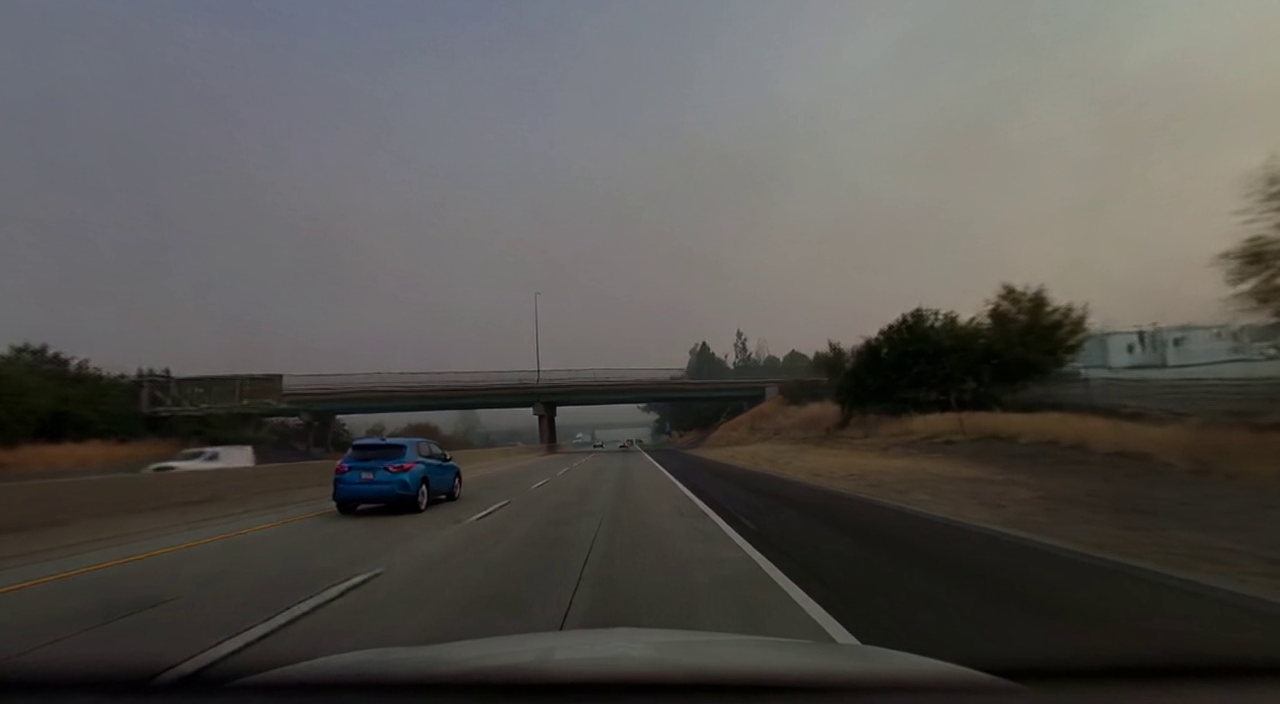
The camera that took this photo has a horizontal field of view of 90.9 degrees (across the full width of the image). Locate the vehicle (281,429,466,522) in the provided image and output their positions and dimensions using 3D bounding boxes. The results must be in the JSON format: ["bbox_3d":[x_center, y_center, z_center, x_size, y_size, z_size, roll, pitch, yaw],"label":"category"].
[{"bbox_3d":[-4.898,2.274,12.254,1.965,1.513,3.774,0,-8,0],"label":"vehicle"}]

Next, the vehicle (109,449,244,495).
[{"bbox_3d":[-17.565,4.522,24.214,1.879,1.468,4.469,0,-8,-1],"label":"vehicle"}]
